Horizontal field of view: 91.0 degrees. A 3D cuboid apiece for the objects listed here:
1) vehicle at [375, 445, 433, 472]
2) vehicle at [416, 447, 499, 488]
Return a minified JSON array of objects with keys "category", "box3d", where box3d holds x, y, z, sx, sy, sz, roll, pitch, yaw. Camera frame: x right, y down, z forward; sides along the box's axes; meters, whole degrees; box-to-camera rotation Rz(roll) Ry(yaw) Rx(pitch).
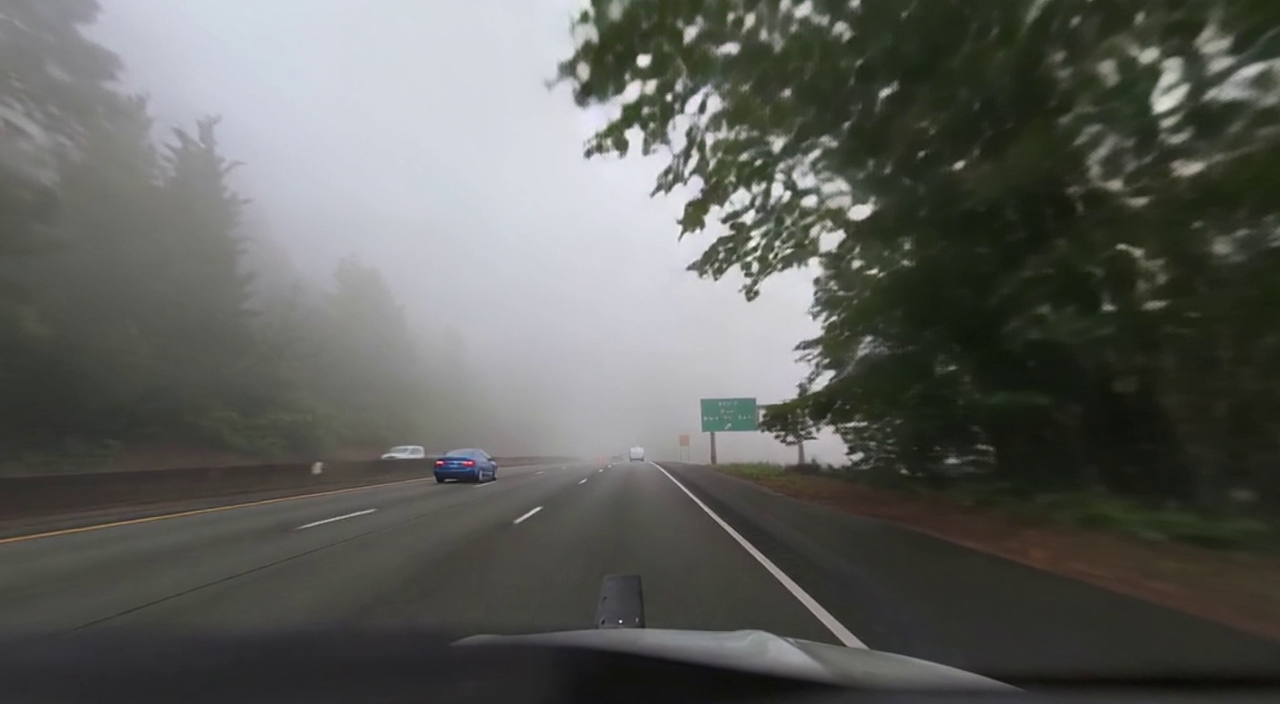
[{"category":"vehicle","box3d":[-18.170,8.224,48.762,2.307,1.965,5.330,0,-9,1]},{"category":"vehicle","box3d":[-7.658,4.851,26.944,2.094,1.579,4.655,0,-9,0]}]
